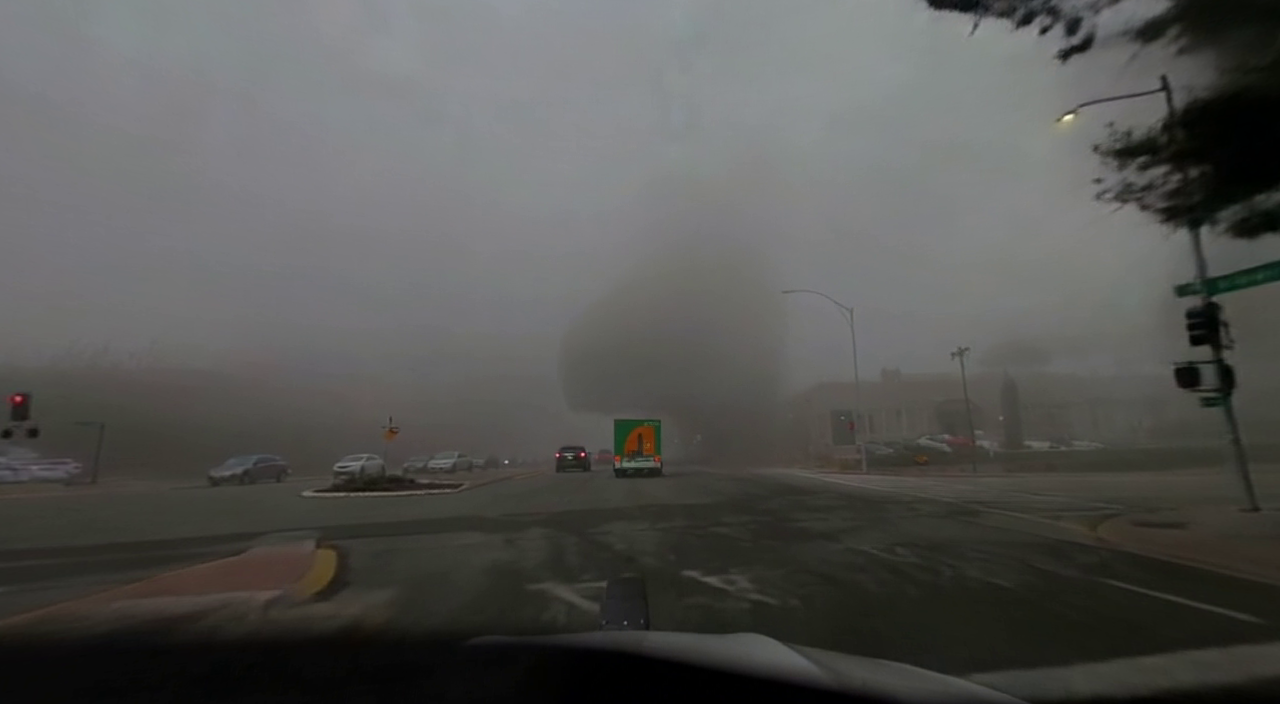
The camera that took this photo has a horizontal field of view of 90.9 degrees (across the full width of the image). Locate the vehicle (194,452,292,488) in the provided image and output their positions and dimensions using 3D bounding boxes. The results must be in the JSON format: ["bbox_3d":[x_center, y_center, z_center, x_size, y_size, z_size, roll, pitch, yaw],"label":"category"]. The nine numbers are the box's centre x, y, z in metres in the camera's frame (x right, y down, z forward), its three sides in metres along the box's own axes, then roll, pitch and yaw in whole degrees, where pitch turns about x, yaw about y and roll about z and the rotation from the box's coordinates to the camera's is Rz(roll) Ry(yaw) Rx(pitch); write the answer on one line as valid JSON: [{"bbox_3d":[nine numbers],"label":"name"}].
[{"bbox_3d":[-22.244,6.574,35.587,2.017,1.785,5.092,-1,-8,3],"label":"vehicle"}]

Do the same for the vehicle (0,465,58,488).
[{"bbox_3d":[-45.627,9.041,45.913,4.244,1.536,2.065,0,-8,-3],"label":"vehicle"}]

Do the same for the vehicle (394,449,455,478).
[{"bbox_3d":[-12.900,6.678,38.066,1.960,1.627,4.784,0,-8,1],"label":"vehicle"}]

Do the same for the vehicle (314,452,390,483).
[{"bbox_3d":[-16.249,6.524,35.885,2.022,1.442,4.853,-4,-8,1],"label":"vehicle"}]

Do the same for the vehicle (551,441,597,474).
[{"bbox_3d":[-3.901,6.332,38.091,2.184,1.830,4.890,0,-8,0],"label":"vehicle"}]

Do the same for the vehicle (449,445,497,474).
[{"bbox_3d":[-12.426,7.995,47.183,2.068,1.747,5.040,-4,-7,1],"label":"vehicle"}]

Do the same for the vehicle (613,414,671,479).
[{"bbox_3d":[-0.058,5.375,36.088,2.843,3.120,10.422,0,-8,-2],"label":"vehicle"}]
